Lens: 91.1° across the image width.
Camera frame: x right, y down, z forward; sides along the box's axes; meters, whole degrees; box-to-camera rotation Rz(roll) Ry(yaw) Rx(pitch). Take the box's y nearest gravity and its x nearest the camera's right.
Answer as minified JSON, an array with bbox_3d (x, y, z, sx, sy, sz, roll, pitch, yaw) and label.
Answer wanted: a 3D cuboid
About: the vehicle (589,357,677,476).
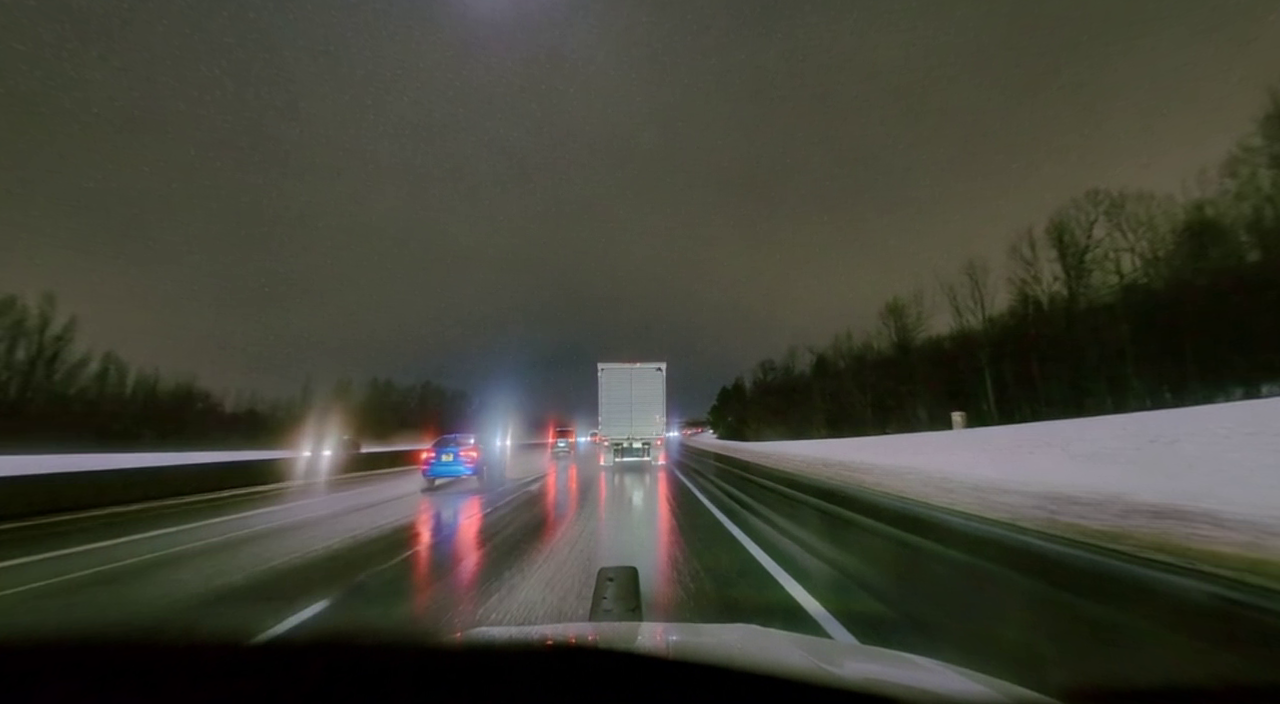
[{"bbox_3d":[-0.323,2.836,26.351,2.953,4.041,10.072,0,-8,-1],"label":"vehicle"}]

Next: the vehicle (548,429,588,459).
[{"bbox_3d":[-4.569,5.893,40.514,2.019,1.834,4.644,0,-8,0],"label":"vehicle"}]

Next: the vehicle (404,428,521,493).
[{"bbox_3d":[-4.661,2.885,17.239,1.931,1.539,4.441,0,-8,0],"label":"vehicle"}]
